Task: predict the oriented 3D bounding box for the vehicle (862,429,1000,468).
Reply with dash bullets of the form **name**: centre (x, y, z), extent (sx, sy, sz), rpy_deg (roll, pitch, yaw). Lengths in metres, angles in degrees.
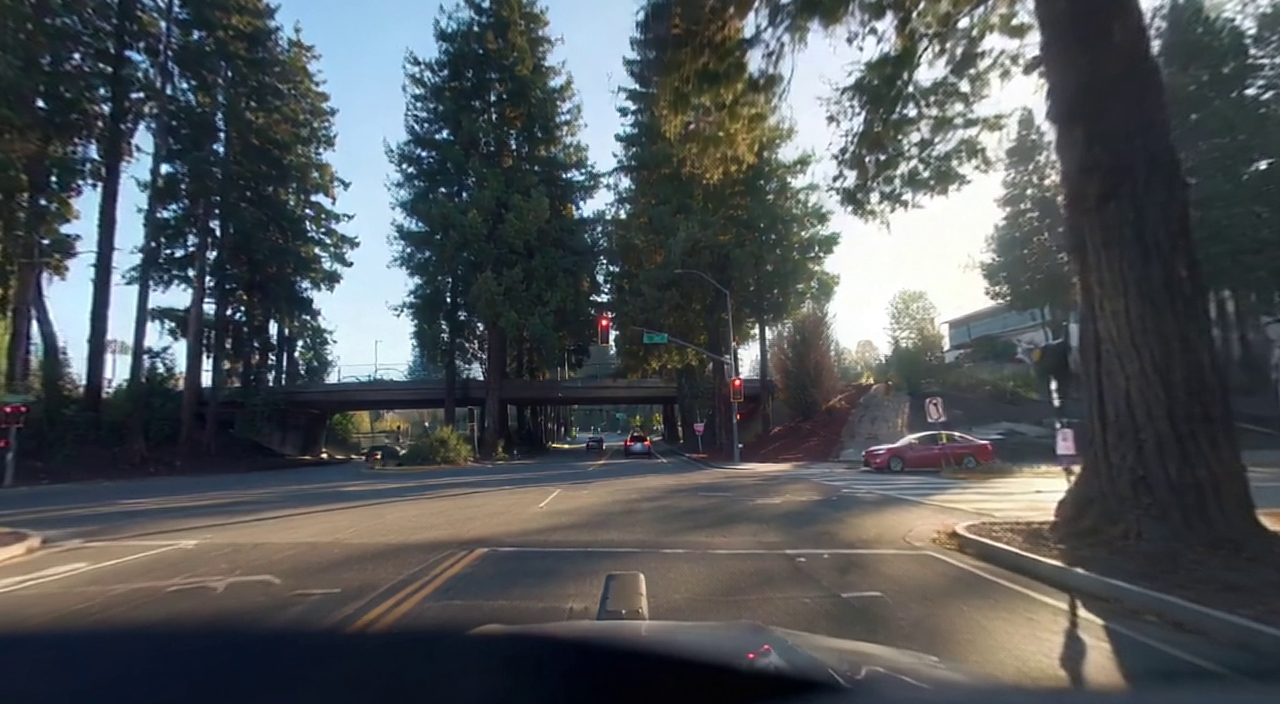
- **vehicle**: centre (11.649, 3.884, 25.459), extent (4.691, 1.466, 1.800), rpy_deg (1, -8, -7)
